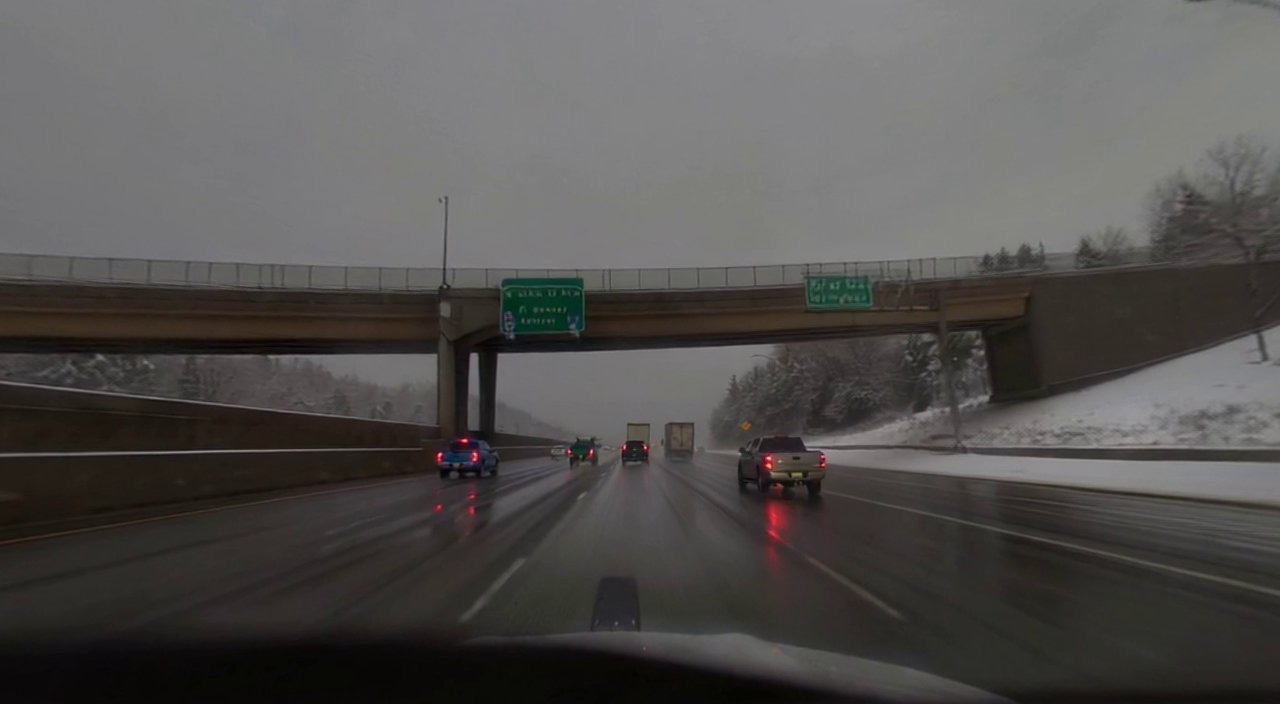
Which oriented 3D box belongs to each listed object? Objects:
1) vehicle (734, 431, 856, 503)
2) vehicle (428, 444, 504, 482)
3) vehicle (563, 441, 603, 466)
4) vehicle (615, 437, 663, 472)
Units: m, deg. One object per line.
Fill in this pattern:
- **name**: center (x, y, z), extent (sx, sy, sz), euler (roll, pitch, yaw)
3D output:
- **vehicle**: center (3.924, 2.993, 16.806), extent (2.119, 1.653, 4.000), euler (0, -9, -2)
- **vehicle**: center (-7.314, 4.691, 27.077), extent (1.947, 1.444, 4.595), euler (0, -9, 0)
- **vehicle**: center (-4.100, 7.431, 46.544), extent (2.535, 1.715, 5.030), euler (0, -9, -1)
- **vehicle**: center (-0.083, 5.872, 36.421), extent (2.572, 1.837, 5.693), euler (0, -9, 0)
